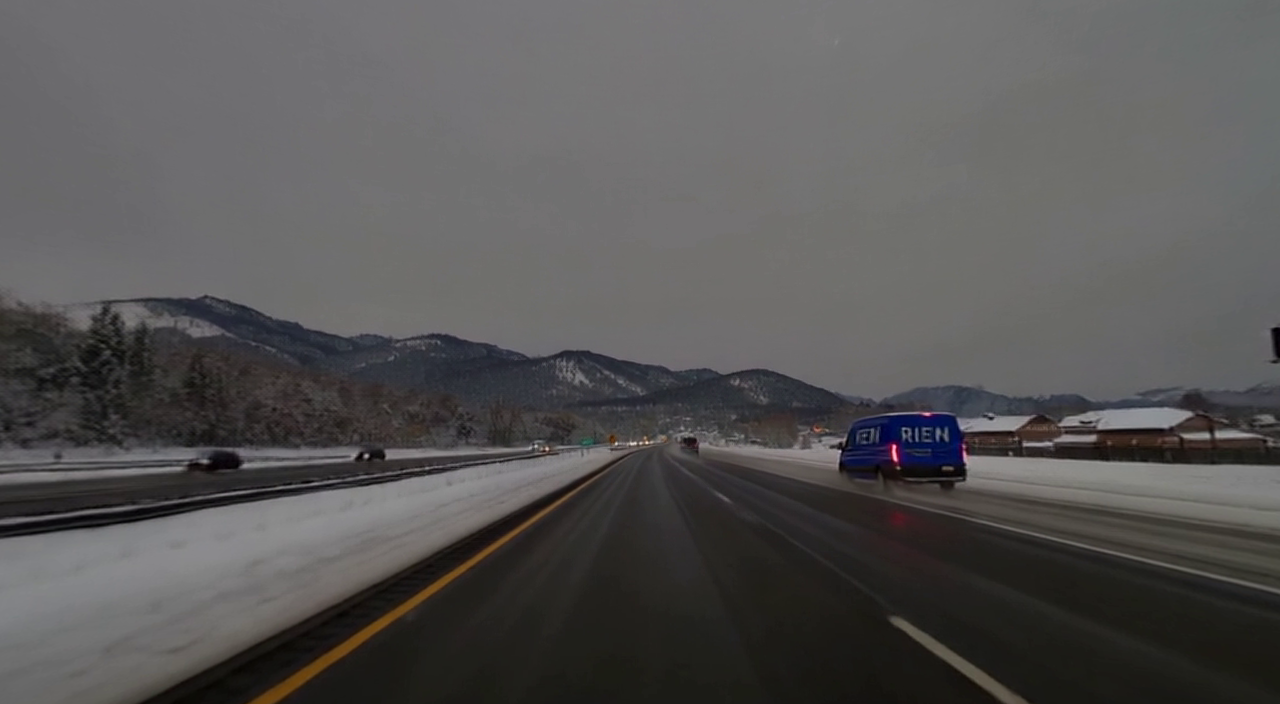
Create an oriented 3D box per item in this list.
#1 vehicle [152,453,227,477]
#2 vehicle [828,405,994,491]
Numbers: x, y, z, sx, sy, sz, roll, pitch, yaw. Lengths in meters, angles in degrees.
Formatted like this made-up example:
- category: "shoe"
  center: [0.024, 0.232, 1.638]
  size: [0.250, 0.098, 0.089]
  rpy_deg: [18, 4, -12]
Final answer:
- category: "vehicle"
  center: [-31.708, 7.945, 44.561]
  size: [1.785, 1.472, 4.603]
  rpy_deg: [0, -8, 1]
- category: "vehicle"
  center: [7.375, 2.693, 18.042]
  size: [2.275, 2.059, 5.543]
  rpy_deg: [0, -8, 0]
